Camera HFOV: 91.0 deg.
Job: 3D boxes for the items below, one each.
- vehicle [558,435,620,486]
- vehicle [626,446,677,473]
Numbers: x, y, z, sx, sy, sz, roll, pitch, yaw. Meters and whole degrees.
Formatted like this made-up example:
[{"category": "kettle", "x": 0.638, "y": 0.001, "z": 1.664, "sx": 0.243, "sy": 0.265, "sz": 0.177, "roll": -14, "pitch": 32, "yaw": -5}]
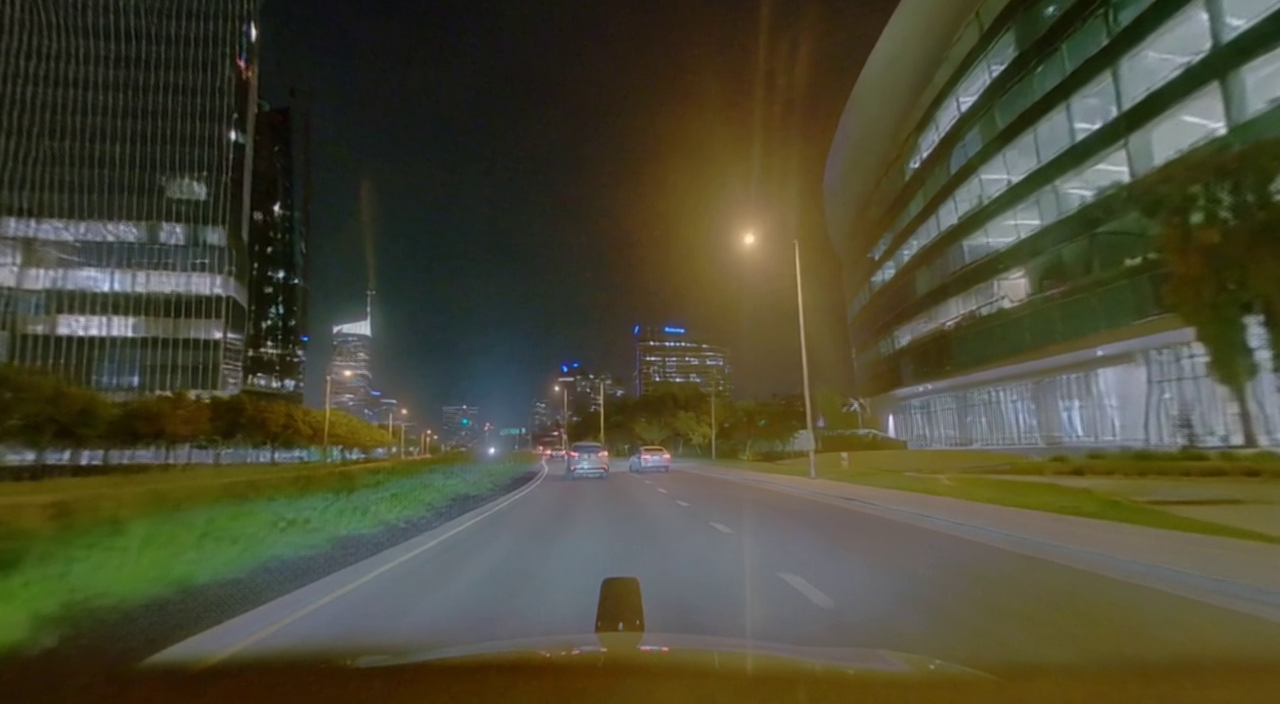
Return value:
[{"category": "vehicle", "x": -1.995, "y": 4.167, "z": 24.482, "sx": 2.173, "sy": 1.761, "sz": 4.374, "roll": 1, "pitch": -9, "yaw": -5}, {"category": "vehicle", "x": 0.607, "y": 6.255, "z": 36.865, "sx": 2.116, "sy": 1.506, "sz": 4.355, "roll": 2, "pitch": -9, "yaw": -11}]
